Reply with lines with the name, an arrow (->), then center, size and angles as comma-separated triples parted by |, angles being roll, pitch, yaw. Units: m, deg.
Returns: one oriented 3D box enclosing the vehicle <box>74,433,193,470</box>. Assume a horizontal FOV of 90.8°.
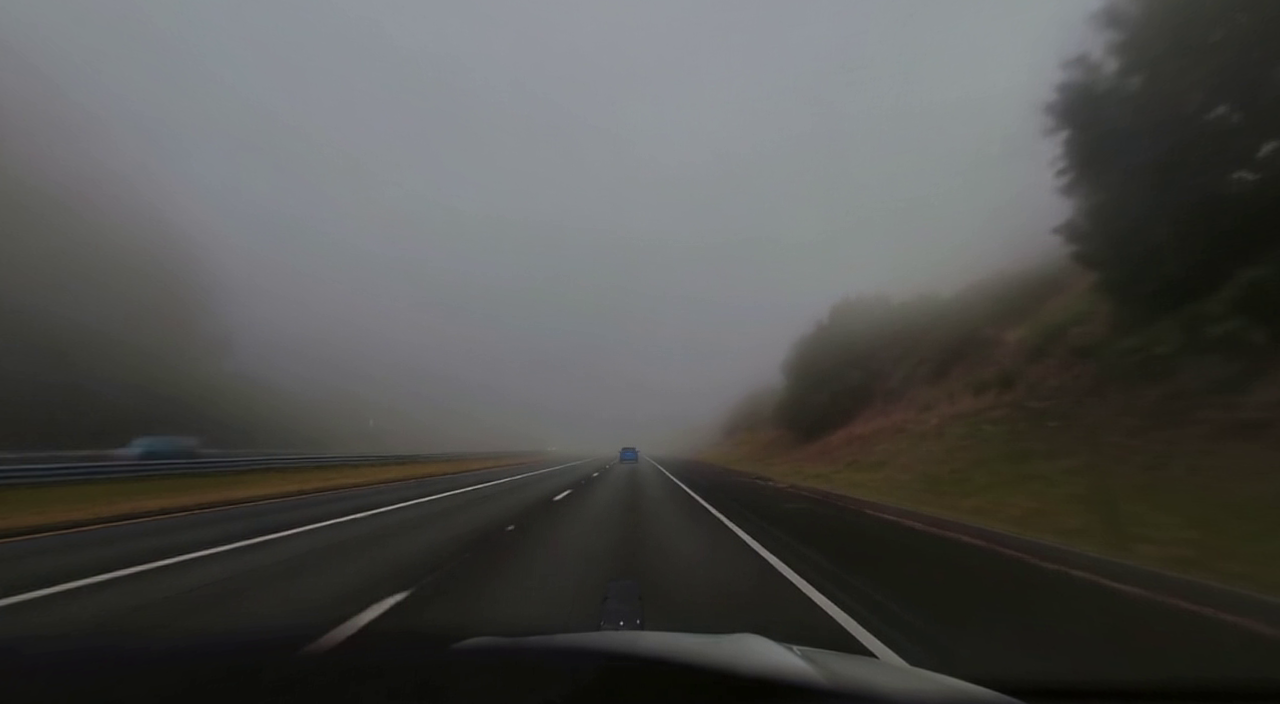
vehicle -> -23.007, 4.544, 28.915 | 1.686, 1.520, 4.557 | 0, -9, 0
